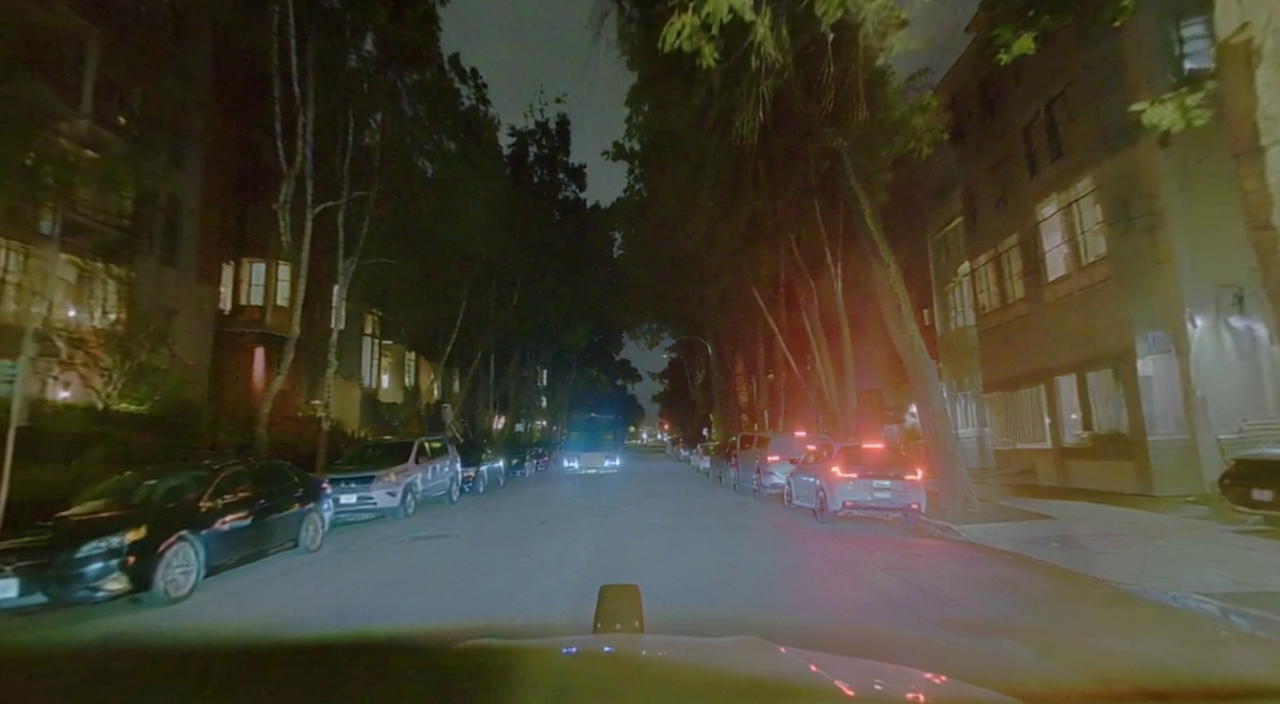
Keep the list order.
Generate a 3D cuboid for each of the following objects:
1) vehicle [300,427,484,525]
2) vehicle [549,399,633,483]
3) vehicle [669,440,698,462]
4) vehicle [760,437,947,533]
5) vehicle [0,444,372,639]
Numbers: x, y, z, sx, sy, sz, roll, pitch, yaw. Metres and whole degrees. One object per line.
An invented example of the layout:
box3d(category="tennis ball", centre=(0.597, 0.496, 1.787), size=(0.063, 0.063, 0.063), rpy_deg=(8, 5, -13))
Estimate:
box3d(category="vehicle", centre=(-5.245, 2.680, 14.382), size=(2.002, 1.781, 5.380), rpy_deg=(0, -8, 0))
box3d(category="vehicle", centre=(-1.711, 3.560, 25.265), size=(2.716, 2.887, 6.781), rpy_deg=(0, -8, 1))
box3d(category="vehicle", centre=(3.355, 7.753, 49.762), size=(1.878, 1.664, 4.033), rpy_deg=(0, -8, -2))
box3d(category="vehicle", centre=(3.739, 2.385, 12.018), size=(1.813, 1.468, 4.267), rpy_deg=(1, -8, -4))
box3d(category="vehicle", centre=(-5.086, 1.807, 7.285), size=(1.861, 1.474, 4.749), rpy_deg=(0, -8, 1))
